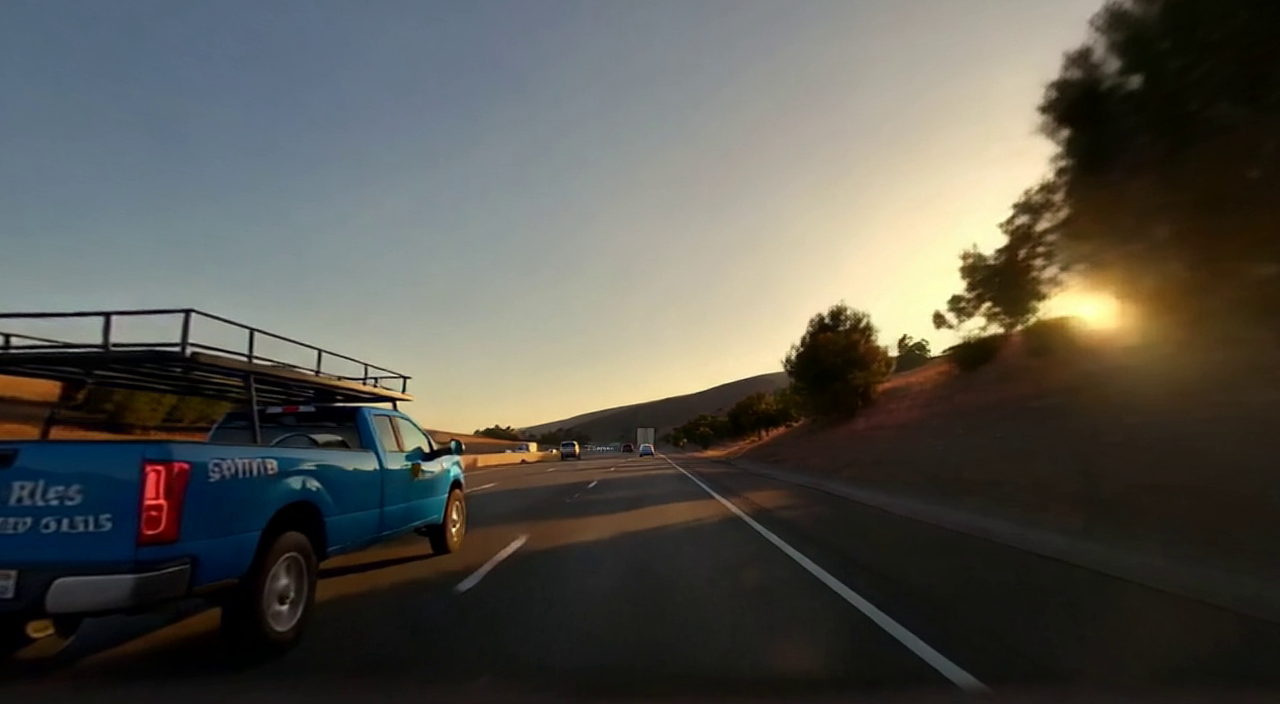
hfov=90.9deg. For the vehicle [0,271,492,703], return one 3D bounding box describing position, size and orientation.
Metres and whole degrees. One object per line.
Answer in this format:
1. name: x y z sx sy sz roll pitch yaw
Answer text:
1. vehicle: -3.806 1.195 6.686 2.791 2.330 6.725 -1 -8 0
